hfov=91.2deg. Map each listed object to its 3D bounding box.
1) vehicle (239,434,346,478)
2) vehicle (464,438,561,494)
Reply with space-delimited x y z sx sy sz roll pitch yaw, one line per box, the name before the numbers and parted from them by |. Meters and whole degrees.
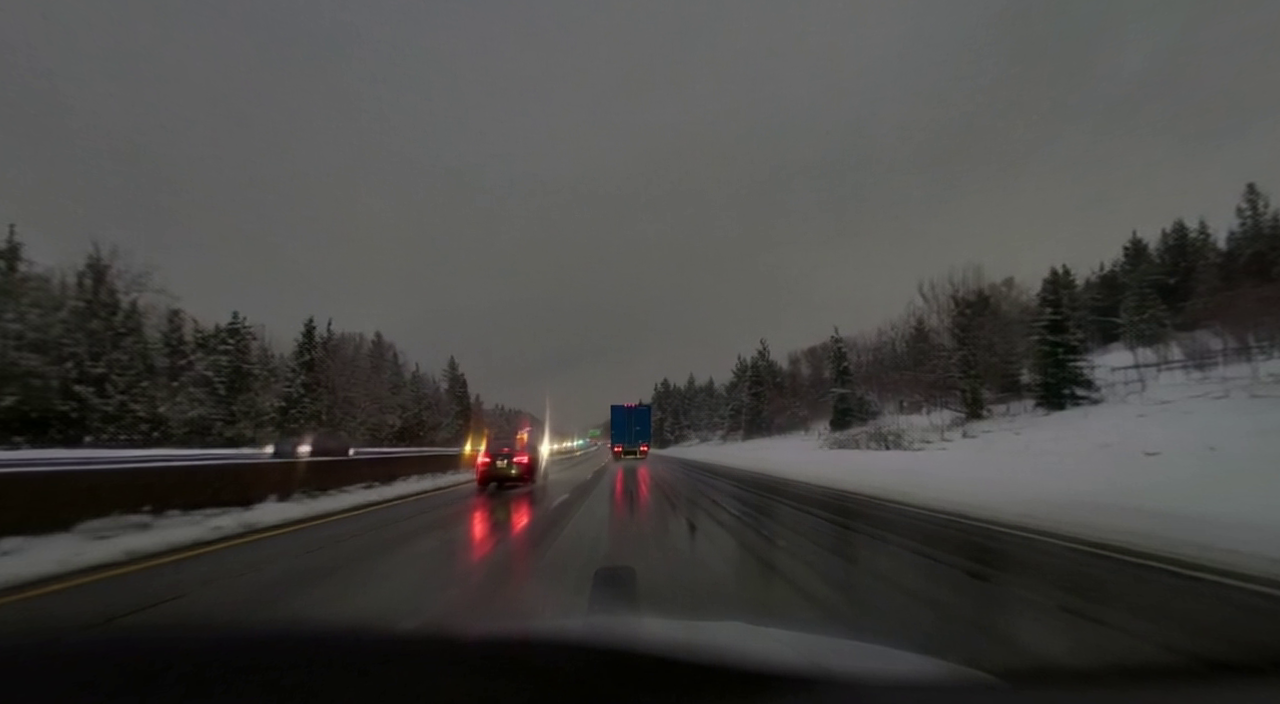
vehicle | -13.123 3.953 23.989 1.815 1.494 4.002 0 -9 0
vehicle | -3.780 3.480 19.435 2.057 1.519 4.372 0 -9 1
